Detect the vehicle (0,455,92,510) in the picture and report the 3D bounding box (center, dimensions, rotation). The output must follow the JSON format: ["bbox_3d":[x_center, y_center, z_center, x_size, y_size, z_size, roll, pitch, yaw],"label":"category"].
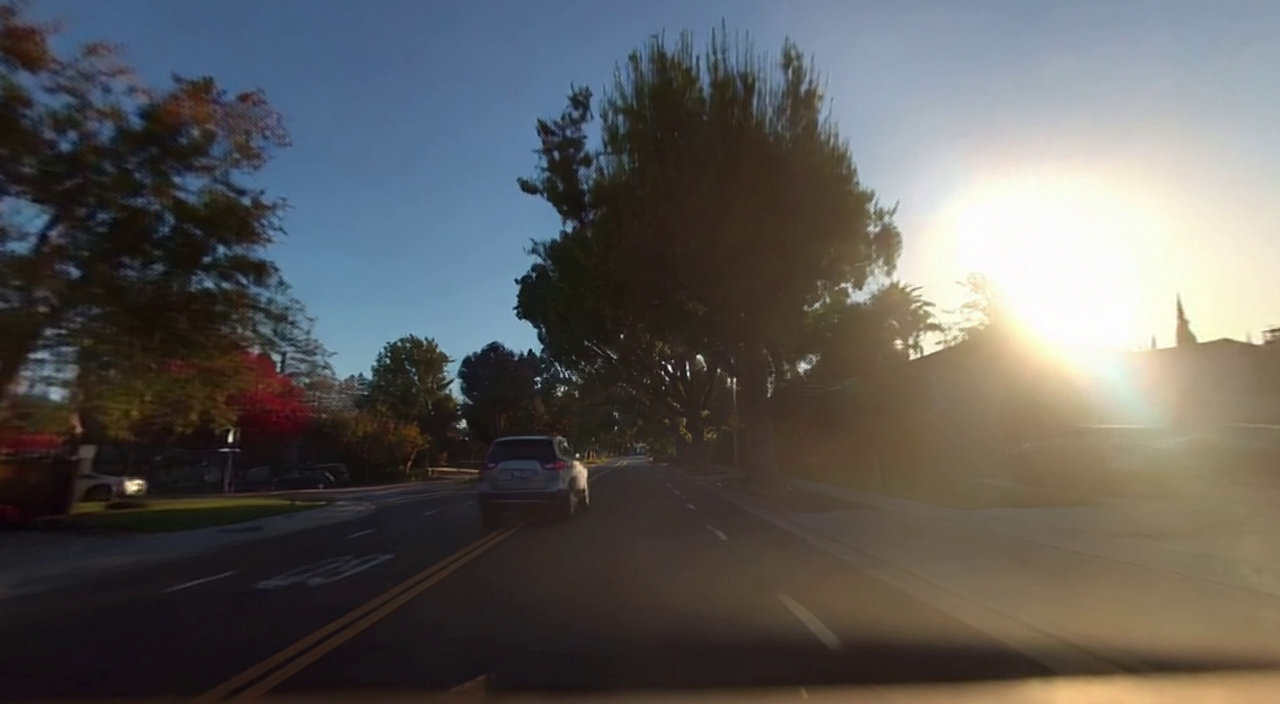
[{"bbox_3d":[-22.267,4.538,22.116,4.177,1.792,2.166,5,-10,-31],"label":"vehicle"}]

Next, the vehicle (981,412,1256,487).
[{"bbox_3d":[9.449,2.008,13.136,1.922,1.263,4.664,1,-9,-3],"label":"vehicle"}]

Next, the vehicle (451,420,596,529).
[{"bbox_3d":[-2.359,2.657,14.272,2.210,2.023,4.663,0,-9,2],"label":"vehicle"}]
